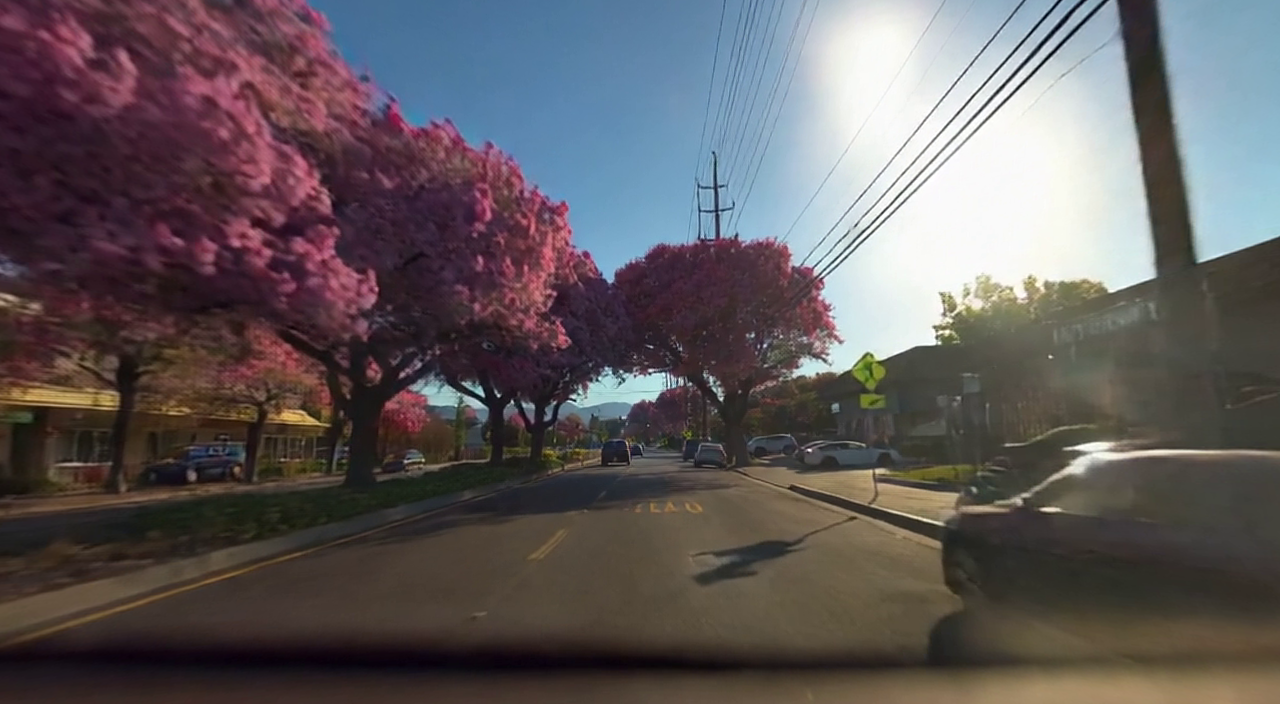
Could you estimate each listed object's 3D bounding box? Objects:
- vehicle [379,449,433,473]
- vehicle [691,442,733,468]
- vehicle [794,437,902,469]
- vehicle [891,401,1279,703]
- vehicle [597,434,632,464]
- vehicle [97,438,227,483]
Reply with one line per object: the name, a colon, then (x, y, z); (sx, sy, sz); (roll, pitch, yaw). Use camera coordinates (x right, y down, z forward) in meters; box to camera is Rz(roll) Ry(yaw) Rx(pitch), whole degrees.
vehicle: (-16.133, 7.509, 43.735); (1.954, 1.497, 4.613); (0, -8, 0)
vehicle: (4.315, 6.217, 38.300); (2.042, 1.465, 4.455); (0, -8, 0)
vehicle: (9.909, 4.845, 30.261); (4.430, 1.480, 1.923); (0, -8, -2)
vehicle: (3.232, 1.094, 3.313); (2.070, 1.496, 4.614); (0, -8, 2)
vehicle: (-1.714, 6.722, 43.951); (2.202, 1.961, 4.980); (0, -8, 1)
vehicle: (-22.320, 5.025, 29.775); (2.195, 1.770, 4.957); (0, -6, 1)
